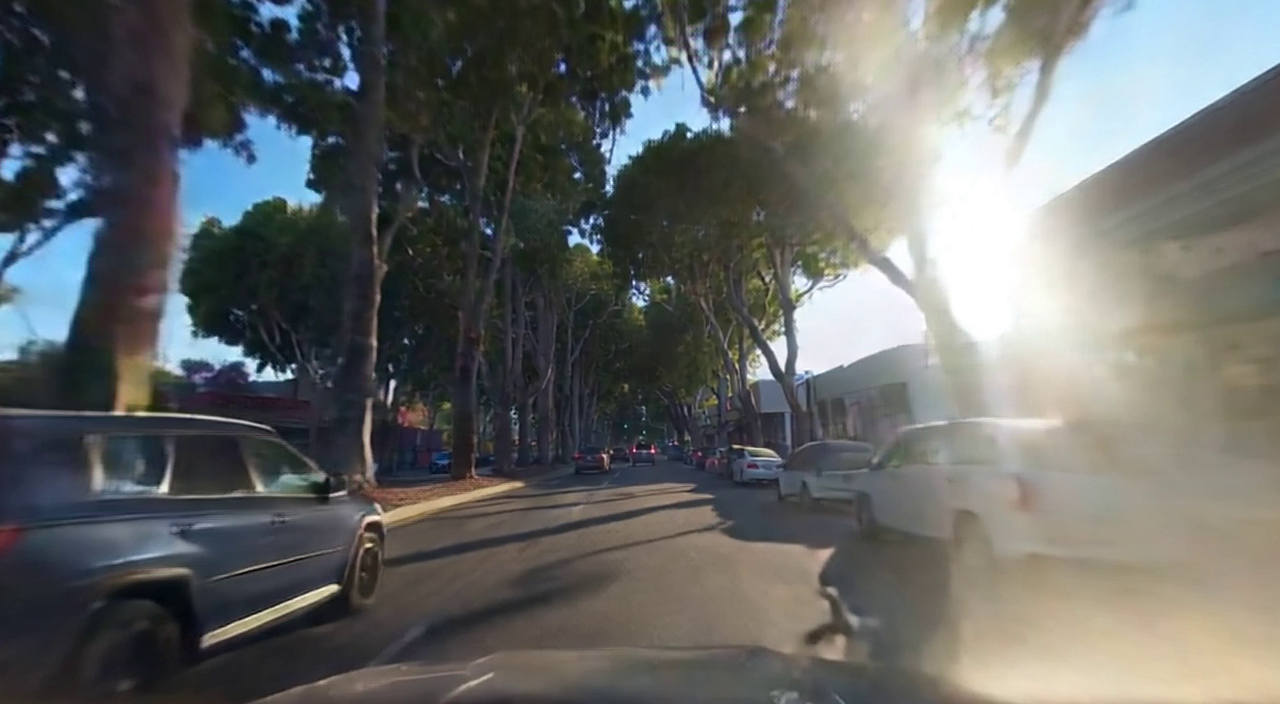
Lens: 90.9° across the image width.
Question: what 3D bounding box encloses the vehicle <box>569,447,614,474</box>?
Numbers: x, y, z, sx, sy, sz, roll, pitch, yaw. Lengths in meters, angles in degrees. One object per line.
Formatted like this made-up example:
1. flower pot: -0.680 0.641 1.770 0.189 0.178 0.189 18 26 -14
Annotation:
1. vehicle: -2.762 6.337 37.067 2.151 1.484 4.468 0 -9 1

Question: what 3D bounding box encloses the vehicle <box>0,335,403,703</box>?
1. vehicle: -3.294 0.970 3.276 2.186 1.708 4.746 0 -9 1

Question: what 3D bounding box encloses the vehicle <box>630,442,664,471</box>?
1. vehicle: 0.451 6.800 41.137 2.075 1.770 4.018 0 -9 0

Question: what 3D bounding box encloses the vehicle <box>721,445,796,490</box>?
1. vehicle: 4.336 4.290 23.752 1.887 1.517 4.257 0 -9 -1

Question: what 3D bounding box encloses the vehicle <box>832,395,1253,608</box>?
1. vehicle: 4.207 1.654 7.921 2.068 1.809 4.889 0 -9 1
